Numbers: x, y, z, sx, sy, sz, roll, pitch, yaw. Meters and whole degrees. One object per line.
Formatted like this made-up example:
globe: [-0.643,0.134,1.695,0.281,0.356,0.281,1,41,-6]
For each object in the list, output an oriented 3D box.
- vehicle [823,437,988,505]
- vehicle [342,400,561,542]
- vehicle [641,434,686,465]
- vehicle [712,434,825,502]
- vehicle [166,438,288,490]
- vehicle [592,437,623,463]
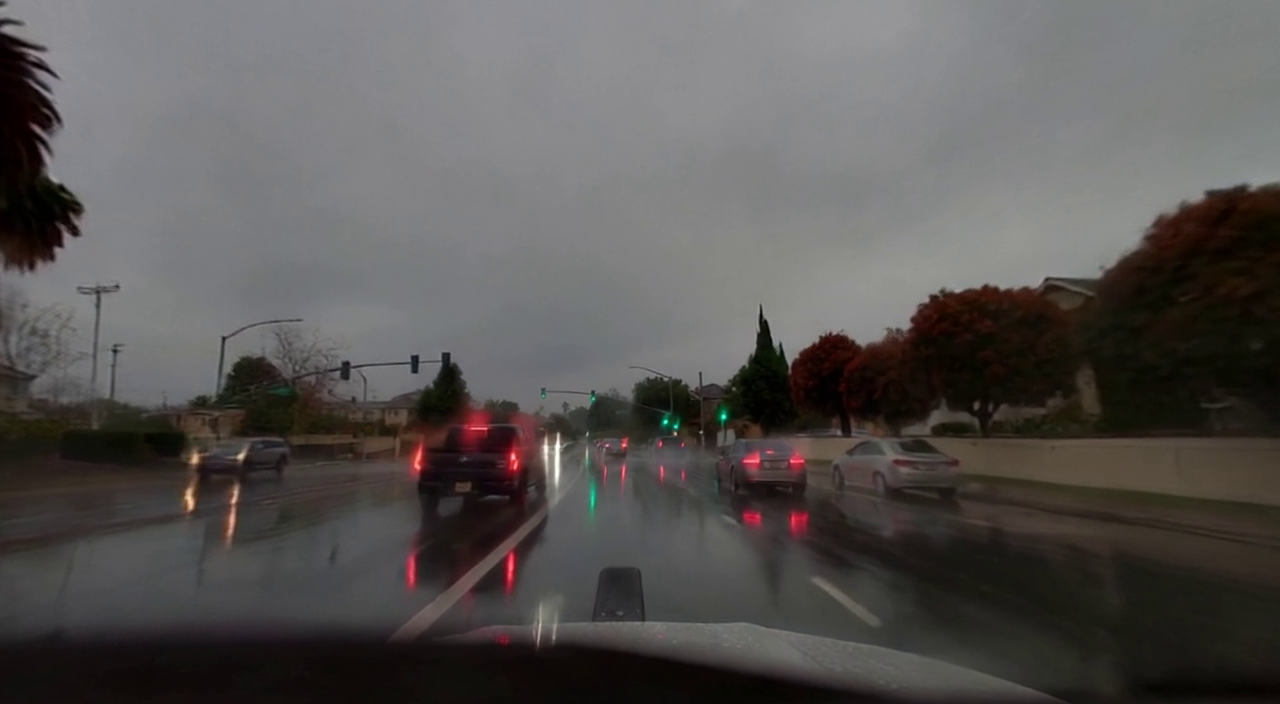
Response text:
vehicle: [6.561,2.960,16.320,1.989,1.459,4.700,0,-8,-3]
vehicle: [-3.015,2.117,12.033,2.354,1.948,6.355,0,-8,-1]
vehicle: [1.517,6.653,43.453,2.391,1.960,5.600,0,-8,-5]
vehicle: [3.138,2.913,16.333,1.870,1.491,4.009,0,-8,-3]
vehicle: [-17.725,4.773,27.547,2.292,1.990,5.714,1,-8,-10]
vehicle: [-2.515,7.451,48.248,2.164,1.867,4.254,0,-8,-6]
